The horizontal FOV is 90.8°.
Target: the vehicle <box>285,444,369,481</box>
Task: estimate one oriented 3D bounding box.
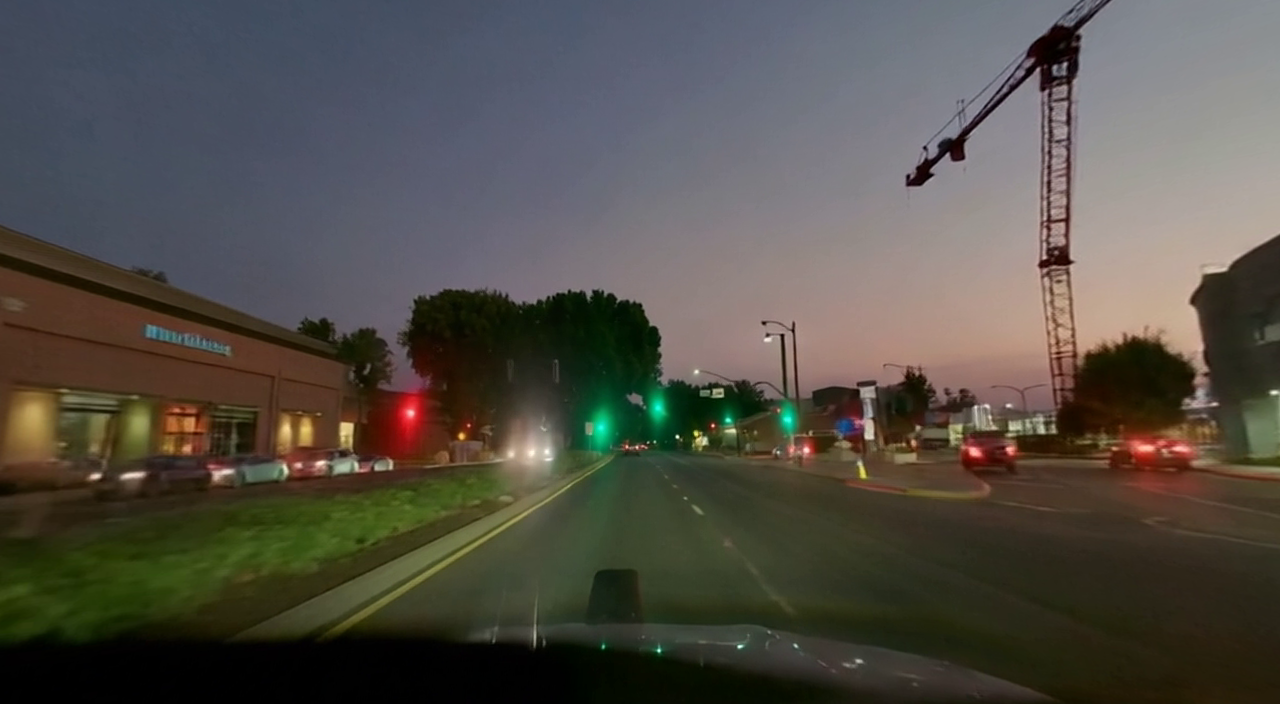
[{"bbox_3d":[-16.366,5.787,33.365,2.070,1.774,4.549,0,-9,0],"label":"vehicle"}]

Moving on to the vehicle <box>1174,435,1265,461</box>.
[{"bbox_3d":[35.785,5.937,39.101,3.656,1.497,1.727,-3,-9,17],"label":"vehicle"}]

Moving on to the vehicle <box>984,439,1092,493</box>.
[{"bbox_3d":[12.530,3.580,20.240,1.961,1.485,4.762,-3,-9,21],"label":"vehicle"}]

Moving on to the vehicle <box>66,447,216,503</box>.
[{"bbox_3d":[-16.467,4.033,21.163,1.808,1.670,3.937,0,-9,-1],"label":"vehicle"}]

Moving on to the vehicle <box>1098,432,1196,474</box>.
[{"bbox_3d":[25.553,5.090,32.090,2.159,1.920,4.948,-3,-9,18],"label":"vehicle"}]

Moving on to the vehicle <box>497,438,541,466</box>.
[{"bbox_3d":[-8.962,7.418,47.150,2.227,1.956,4.978,0,-9,1],"label":"vehicle"}]

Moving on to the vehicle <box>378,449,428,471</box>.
[{"bbox_3d":[-16.664,7.617,44.698,1.804,1.467,4.489,0,-9,0],"label":"vehicle"}]

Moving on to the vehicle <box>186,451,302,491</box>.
[{"bbox_3d":[-16.449,4.934,26.585,1.780,1.493,4.703,0,-9,1],"label":"vehicle"}]
